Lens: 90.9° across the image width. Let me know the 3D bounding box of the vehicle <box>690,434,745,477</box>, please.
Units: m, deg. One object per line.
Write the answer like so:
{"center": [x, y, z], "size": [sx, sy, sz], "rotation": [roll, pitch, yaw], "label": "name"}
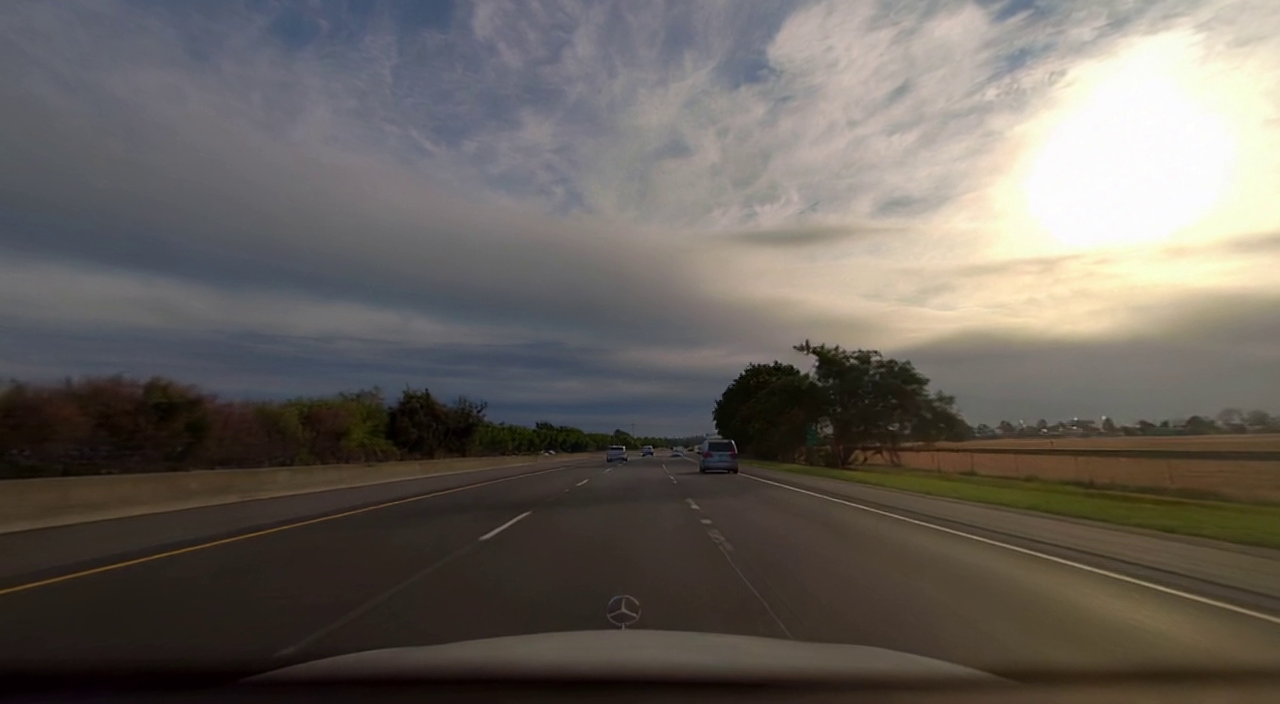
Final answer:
{"center": [3.869, 5.317, 32.422], "size": [2.219, 2.033, 4.911], "rotation": [0, -9, 1], "label": "vehicle"}
